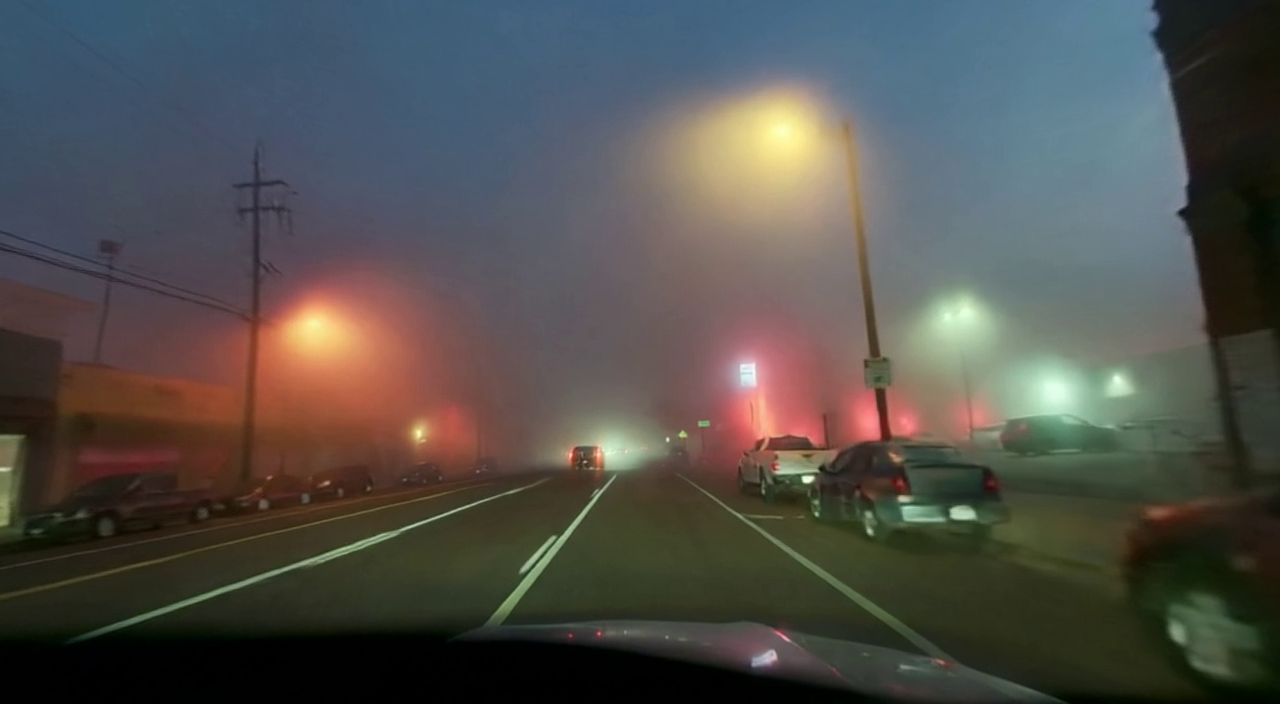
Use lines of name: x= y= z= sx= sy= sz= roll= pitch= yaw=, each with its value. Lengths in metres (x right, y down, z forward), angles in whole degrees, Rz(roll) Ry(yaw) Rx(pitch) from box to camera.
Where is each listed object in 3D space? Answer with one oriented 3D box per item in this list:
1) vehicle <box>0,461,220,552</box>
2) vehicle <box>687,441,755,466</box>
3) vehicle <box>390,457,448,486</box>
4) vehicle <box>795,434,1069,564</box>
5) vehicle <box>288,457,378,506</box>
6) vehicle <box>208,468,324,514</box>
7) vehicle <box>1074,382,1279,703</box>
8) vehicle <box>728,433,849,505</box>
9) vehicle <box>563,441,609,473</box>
vehicle: x=-15.307 y=4.385 z=18.658 sx=2.124 sy=1.835 sz=5.450 roll=-6 pitch=-7 yaw=0
vehicle: x=5.519 y=6.945 z=43.251 sx=4.474 sy=1.632 sz=2.234 roll=-1 pitch=-9 yaw=5
vehicle: x=-15.223 y=8.231 z=43.896 sx=1.966 sy=1.760 sz=5.423 roll=-1 pitch=-8 yaw=1
vehicle: x=3.899 y=2.028 z=9.533 sx=1.862 sy=1.451 sz=4.544 roll=0 pitch=-9 yaw=-1
vehicle: x=-15.156 y=6.366 z=31.494 sx=2.081 sy=1.791 sz=4.799 roll=-6 pitch=-7 yaw=-1
vehicle: x=-15.159 y=5.631 z=25.923 sx=2.049 sy=1.496 sz=4.338 roll=-1 pitch=-8 yaw=1
vehicle: x=3.952 y=0.815 z=2.107 sx=2.149 sy=1.563 sz=3.880 roll=0 pitch=-9 yaw=-2
vehicle: x=3.838 y=3.140 z=17.496 sx=2.048 sy=1.658 sz=5.559 roll=0 pitch=-9 yaw=0
vehicle: x=-3.232 y=6.465 z=39.180 sx=2.348 sy=1.831 sz=4.737 roll=0 pitch=-9 yaw=1
